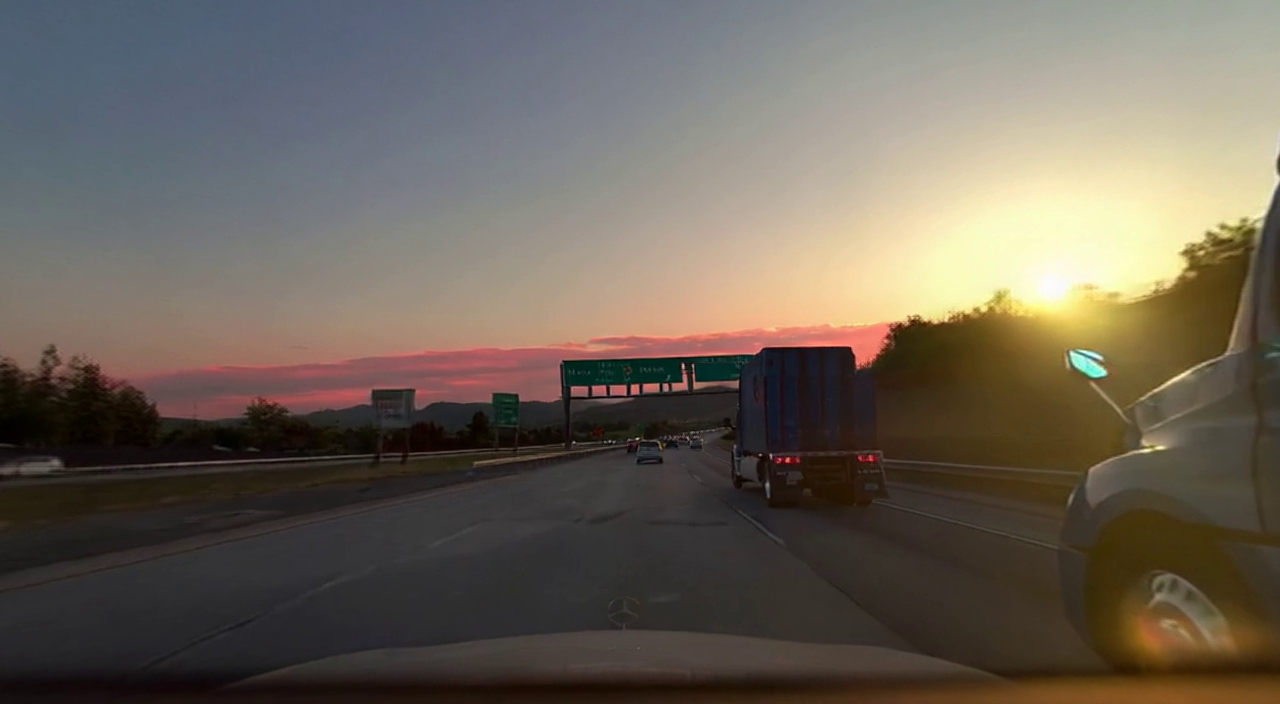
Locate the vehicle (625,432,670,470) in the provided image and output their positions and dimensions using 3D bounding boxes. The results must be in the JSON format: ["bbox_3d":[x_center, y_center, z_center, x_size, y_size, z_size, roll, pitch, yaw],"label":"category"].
[{"bbox_3d":[0.404,5.269,33.685,2.205,1.860,4.301,-1,-9,1],"label":"vehicle"}]

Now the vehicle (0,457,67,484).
[{"bbox_3d":[-43.921,8.308,44.129,2.008,1.720,5.411,-2,-9,9],"label":"vehicle"}]

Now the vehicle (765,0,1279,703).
[{"bbox_3d":[3.932,-0.020,4.806,3.019,4.145,16.453,-1,-8,1],"label":"vehicle"}]
